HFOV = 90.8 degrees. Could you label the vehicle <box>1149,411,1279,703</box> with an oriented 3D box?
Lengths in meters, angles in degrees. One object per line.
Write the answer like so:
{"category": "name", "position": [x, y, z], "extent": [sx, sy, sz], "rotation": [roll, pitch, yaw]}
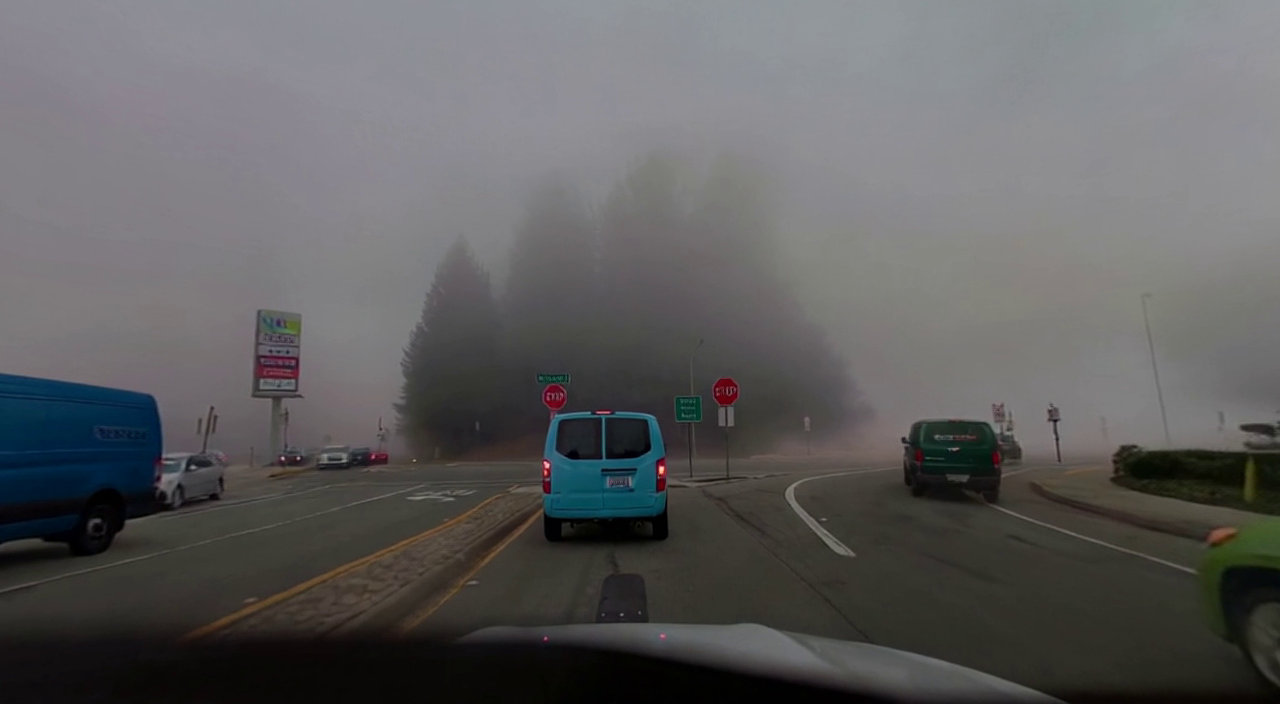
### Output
{"category": "vehicle", "position": [4.084, 0.786, 1.357], "extent": [2.079, 1.504, 4.828], "rotation": [0, -9, 2]}

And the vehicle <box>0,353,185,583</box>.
{"category": "vehicle", "position": [-8.016, 1.248, 6.789], "extent": [2.426, 2.410, 5.046], "rotation": [0, -9, 0]}

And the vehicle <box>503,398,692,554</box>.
{"category": "vehicle", "position": [-0.432, 1.813, 9.823], "extent": [2.237, 1.828, 4.546], "rotation": [0, -9, 2]}

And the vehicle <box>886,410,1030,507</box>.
{"category": "vehicle", "position": [7.564, 2.590, 15.654], "extent": [2.204, 1.973, 4.946], "rotation": [-2, -9, 16]}
